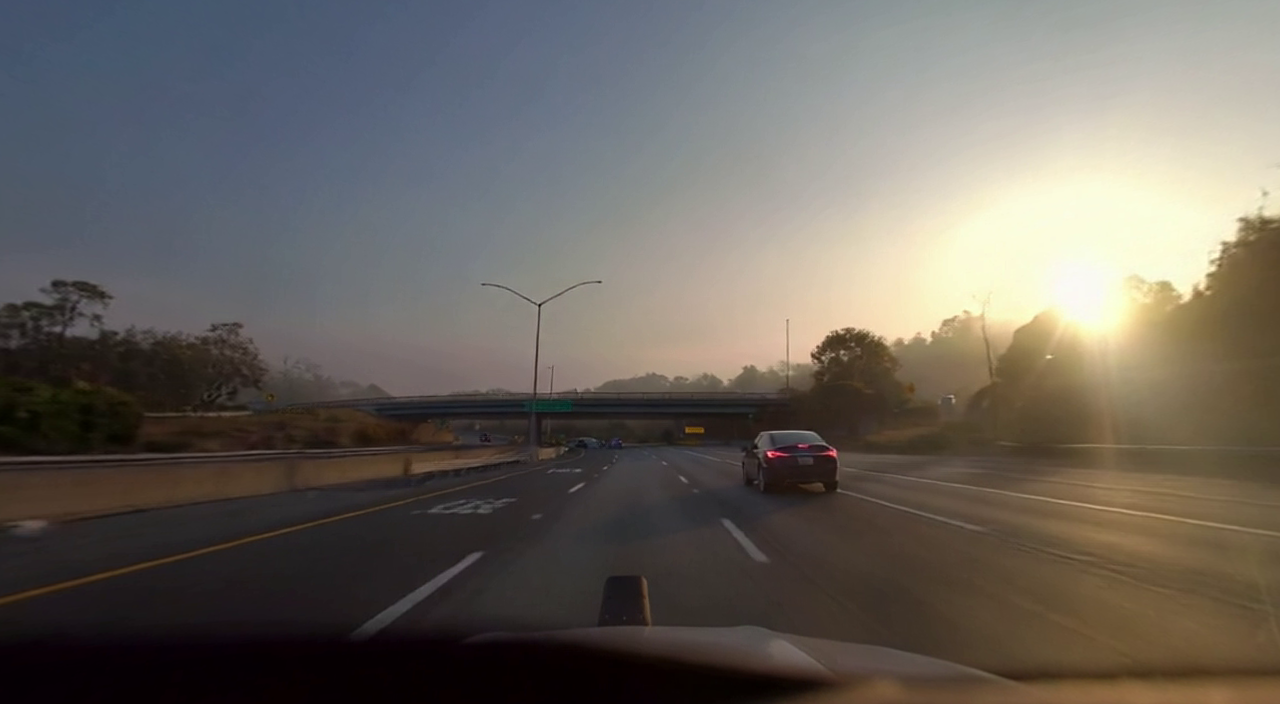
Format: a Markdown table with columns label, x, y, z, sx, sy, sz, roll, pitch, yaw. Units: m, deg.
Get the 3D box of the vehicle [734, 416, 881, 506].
| label | x | y | z | sx | sy | sz | roll | pitch | yaw |
| --- | --- | --- | --- | --- | --- | --- | --- | --- | --- |
| vehicle | 3.557 | 2.434 | 14.500 | 2.039 | 1.701 | 4.834 | 0 | -8 | 0 |
